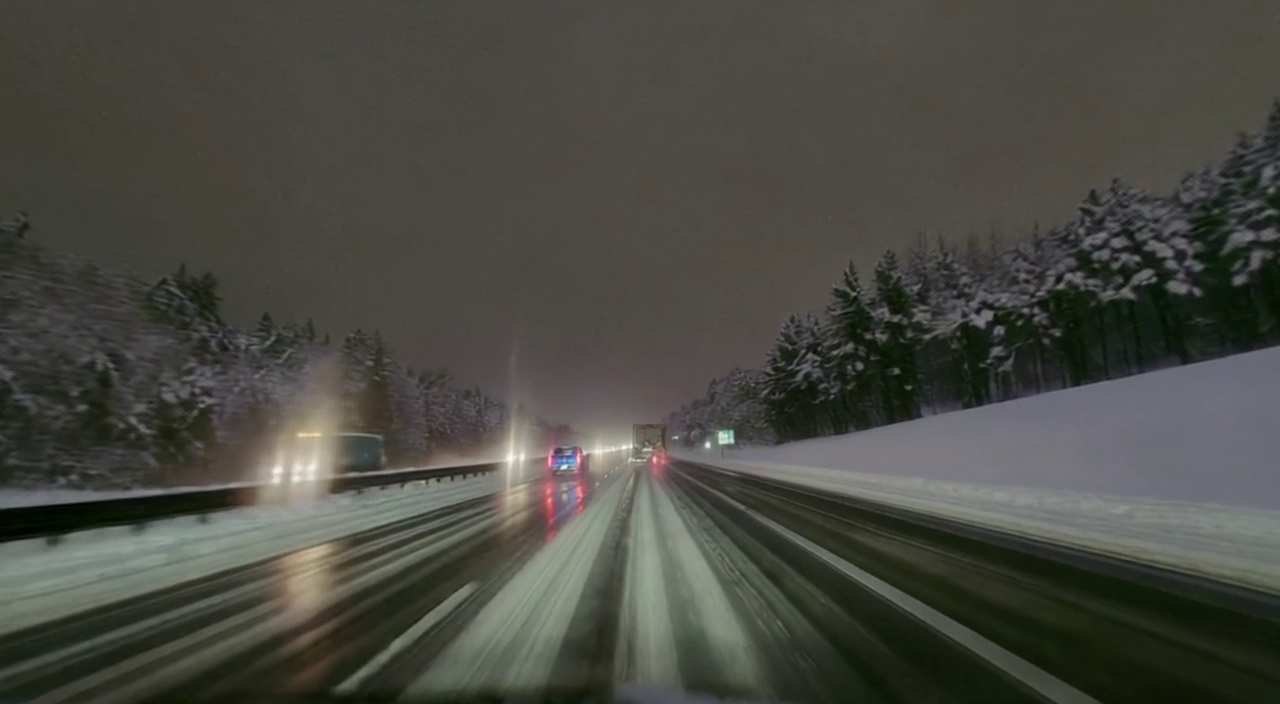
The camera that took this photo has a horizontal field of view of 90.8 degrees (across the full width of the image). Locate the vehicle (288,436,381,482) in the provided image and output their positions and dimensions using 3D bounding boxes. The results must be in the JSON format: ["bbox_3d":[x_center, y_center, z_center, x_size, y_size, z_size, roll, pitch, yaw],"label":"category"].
[{"bbox_3d":[-17.494,6.159,36.559,2.252,2.427,6.092,-1,-9,0],"label":"vehicle"}]

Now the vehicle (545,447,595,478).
[{"bbox_3d":[-3.448,5.520,31.800,1.955,1.438,4.100,-1,-9,1],"label":"vehicle"}]
